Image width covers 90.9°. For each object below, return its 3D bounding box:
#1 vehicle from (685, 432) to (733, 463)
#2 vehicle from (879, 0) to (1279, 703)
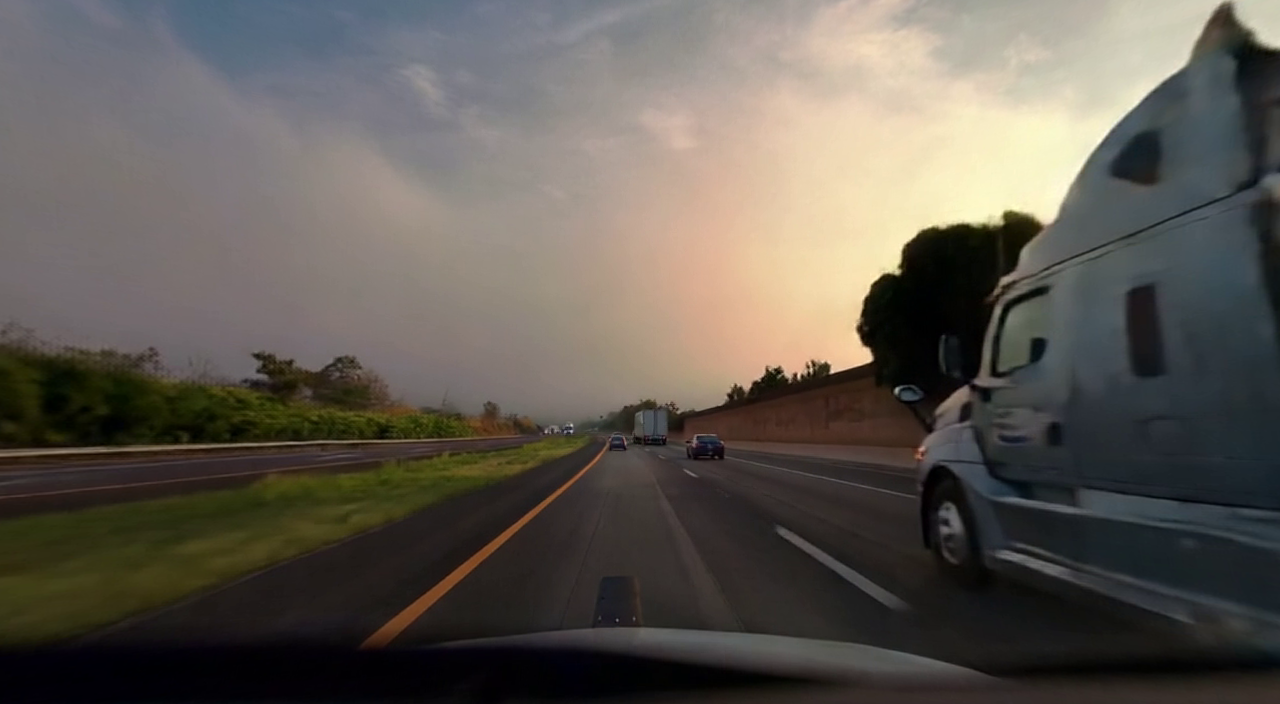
[{"bbox_3d":[3.457,4.854,32.326,1.813,1.454,4.197,0,-7,-3],"label":"vehicle"},{"bbox_3d":[4.303,-0.239,3.781,3.048,4.142,6.359,0,-7,-1],"label":"vehicle"}]
